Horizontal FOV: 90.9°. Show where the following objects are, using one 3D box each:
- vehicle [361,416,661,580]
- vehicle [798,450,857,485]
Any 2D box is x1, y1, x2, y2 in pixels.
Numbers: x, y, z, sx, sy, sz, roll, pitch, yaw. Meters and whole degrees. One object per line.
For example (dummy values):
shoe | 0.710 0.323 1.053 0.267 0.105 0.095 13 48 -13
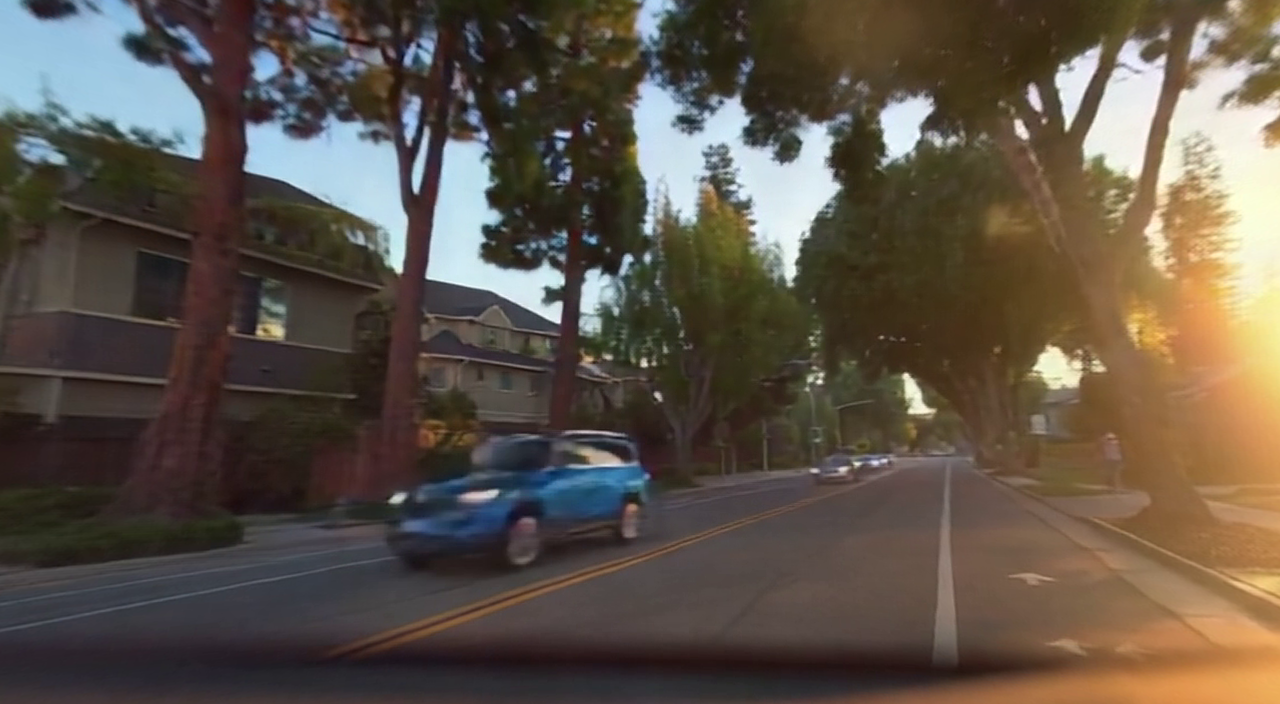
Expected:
vehicle | -1.585 2.010 9.665 2.089 1.835 4.528 -4 -9 26
vehicle | 9.164 5.533 30.617 1.906 1.498 4.222 -4 -9 27
